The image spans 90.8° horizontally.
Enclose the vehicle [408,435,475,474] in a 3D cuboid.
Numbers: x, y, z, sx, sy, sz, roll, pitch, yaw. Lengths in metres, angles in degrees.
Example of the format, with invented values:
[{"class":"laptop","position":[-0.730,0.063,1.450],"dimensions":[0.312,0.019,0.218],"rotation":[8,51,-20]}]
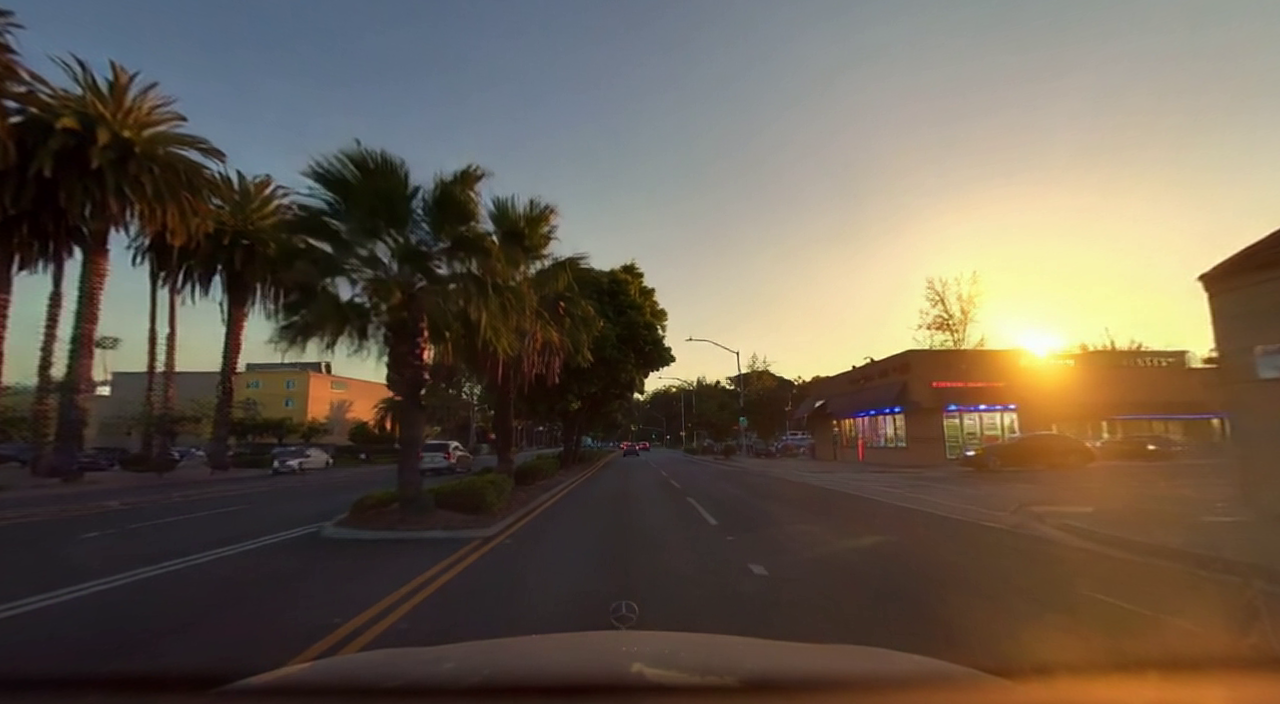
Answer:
[{"class":"vehicle","position":[-9.688,5.020,31.138],"dimensions":[2.022,1.746,4.406],"rotation":[0,-9,-3]}]

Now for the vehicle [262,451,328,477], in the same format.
[{"class":"vehicle","position":[-21.875,7.118,40.257],"dimensions":[1.852,1.526,4.262],"rotation":[0,-9,0]}]

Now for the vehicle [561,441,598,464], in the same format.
[{"class":"vehicle","position":[-4.037,6.764,42.691],"dimensions":[2.181,1.483,4.123],"rotation":[0,-9,-1]}]
